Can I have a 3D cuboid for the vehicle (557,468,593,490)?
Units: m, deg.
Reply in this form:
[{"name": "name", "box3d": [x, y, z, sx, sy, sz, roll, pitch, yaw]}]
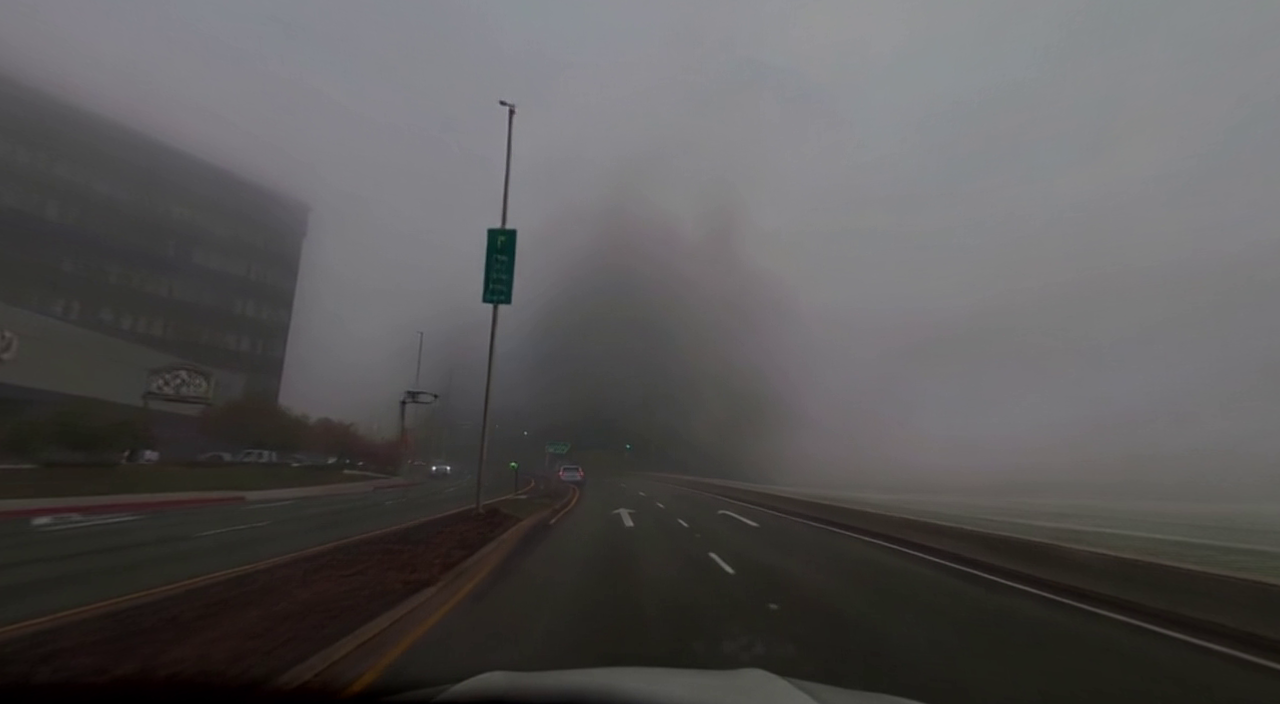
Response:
[{"name": "vehicle", "box3d": [-3.841, 7.417, 36.708, 1.775, 1.186, 2.933, 3, -11, -12]}]
